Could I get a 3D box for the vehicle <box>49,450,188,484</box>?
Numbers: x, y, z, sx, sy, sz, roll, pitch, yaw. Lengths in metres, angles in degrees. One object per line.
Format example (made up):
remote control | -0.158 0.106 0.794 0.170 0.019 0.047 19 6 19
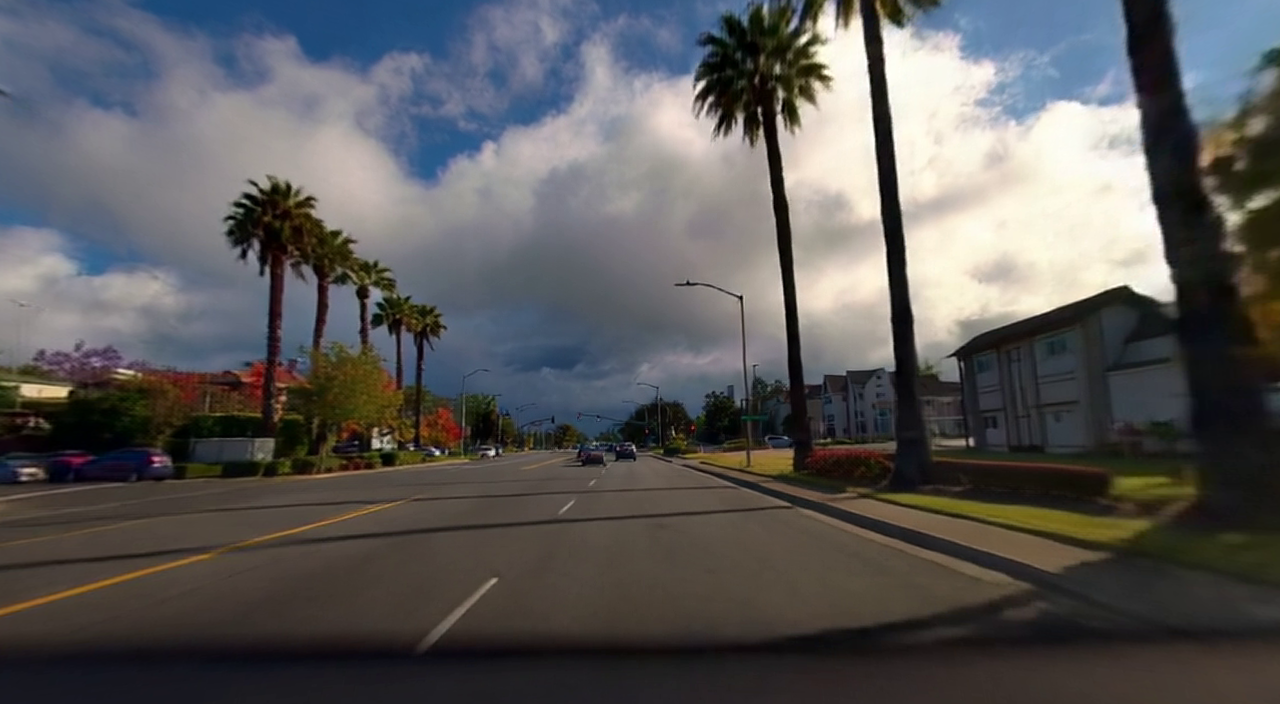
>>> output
vehicle | -23.716 5.215 28.856 4.567 1.447 1.892 0 -9 -1
